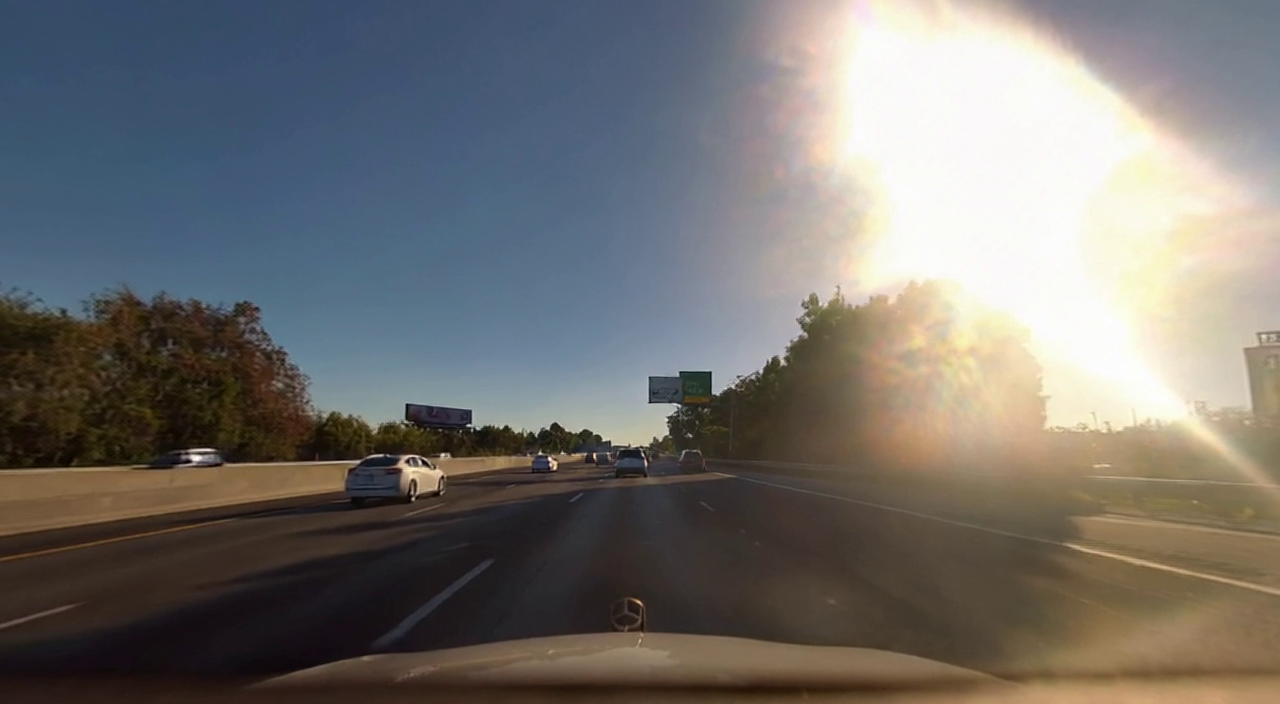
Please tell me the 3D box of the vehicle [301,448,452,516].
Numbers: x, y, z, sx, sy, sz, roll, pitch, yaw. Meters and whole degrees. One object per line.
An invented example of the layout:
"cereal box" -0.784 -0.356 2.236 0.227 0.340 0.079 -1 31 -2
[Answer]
"vehicle" -6.655 3.300 16.592 1.918 1.509 4.736 0 -9 0

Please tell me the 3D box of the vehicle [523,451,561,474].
"vehicle" -6.750 7.635 43.795 1.892 1.468 4.792 0 -9 0

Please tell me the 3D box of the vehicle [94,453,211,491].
"vehicle" -22.567 5.552 29.417 2.001 1.575 4.266 0 -9 0

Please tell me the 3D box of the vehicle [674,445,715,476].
"vehicle" 3.210 6.464 37.769 1.925 1.716 4.378 0 -9 -2

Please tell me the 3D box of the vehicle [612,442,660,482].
"vehicle" -0.198 5.242 30.403 2.127 1.749 4.776 0 -9 0
